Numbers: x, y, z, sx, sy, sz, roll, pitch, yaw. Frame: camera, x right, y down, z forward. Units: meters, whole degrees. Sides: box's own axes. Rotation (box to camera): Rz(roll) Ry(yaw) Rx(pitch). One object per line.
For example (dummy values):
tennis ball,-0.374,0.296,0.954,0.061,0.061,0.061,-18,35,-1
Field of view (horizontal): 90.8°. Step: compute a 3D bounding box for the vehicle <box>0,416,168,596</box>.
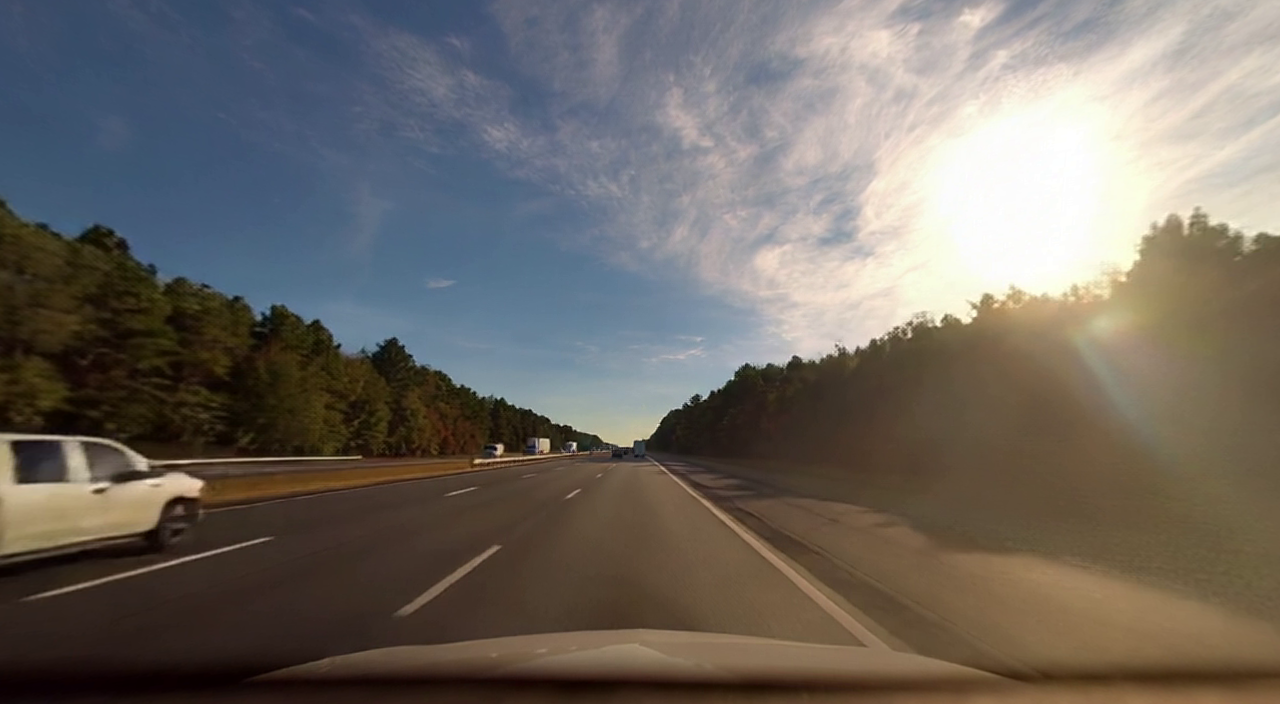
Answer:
vehicle,-7.047,1.427,5.787,2.115,1.664,4.259,0,-9,0
